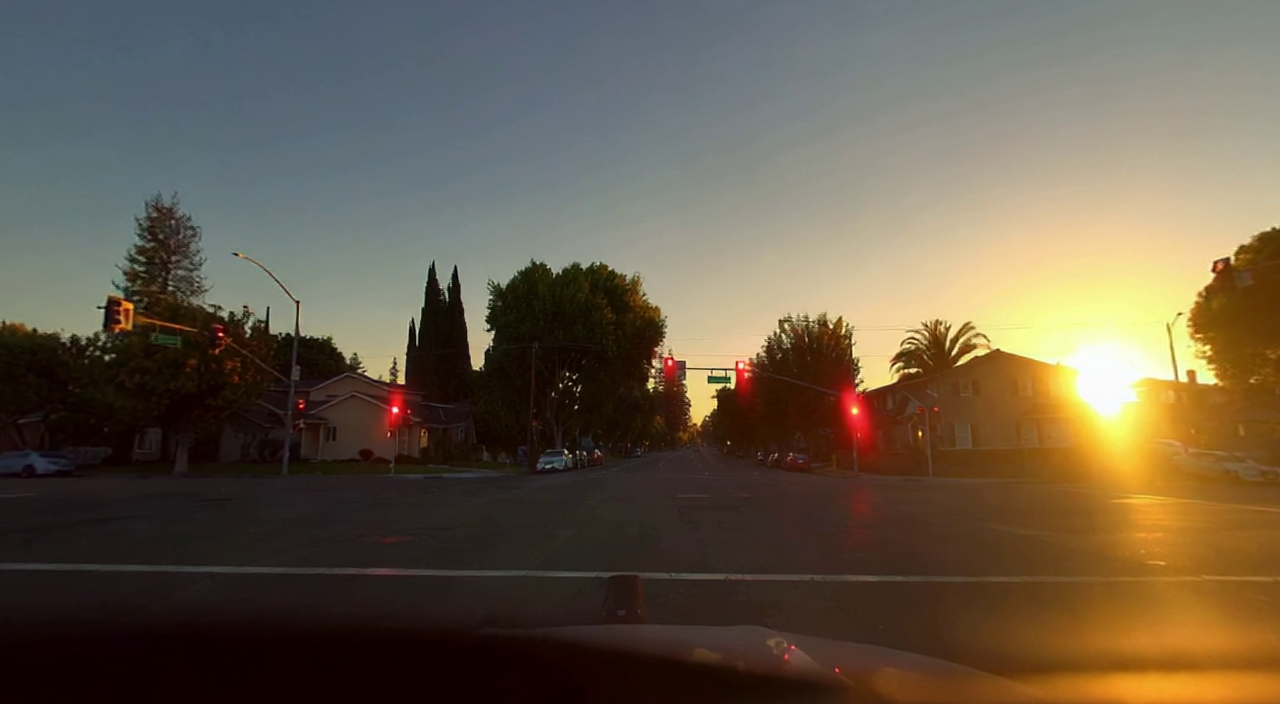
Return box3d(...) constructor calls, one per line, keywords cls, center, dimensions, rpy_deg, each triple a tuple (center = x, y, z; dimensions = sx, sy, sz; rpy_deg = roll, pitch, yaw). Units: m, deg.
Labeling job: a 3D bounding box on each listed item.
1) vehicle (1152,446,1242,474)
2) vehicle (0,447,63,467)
box3d(cls="vehicle", center=(36.781, 7.105, 41.871), dimensions=(1.853, 1.723, 4.460), rpy_deg=(0, -9, 0))
box3d(cls="vehicle", center=(-44.284, 7.526, 45.380), dimensions=(3.949, 1.422, 1.744), rpy_deg=(0, -9, 1))
